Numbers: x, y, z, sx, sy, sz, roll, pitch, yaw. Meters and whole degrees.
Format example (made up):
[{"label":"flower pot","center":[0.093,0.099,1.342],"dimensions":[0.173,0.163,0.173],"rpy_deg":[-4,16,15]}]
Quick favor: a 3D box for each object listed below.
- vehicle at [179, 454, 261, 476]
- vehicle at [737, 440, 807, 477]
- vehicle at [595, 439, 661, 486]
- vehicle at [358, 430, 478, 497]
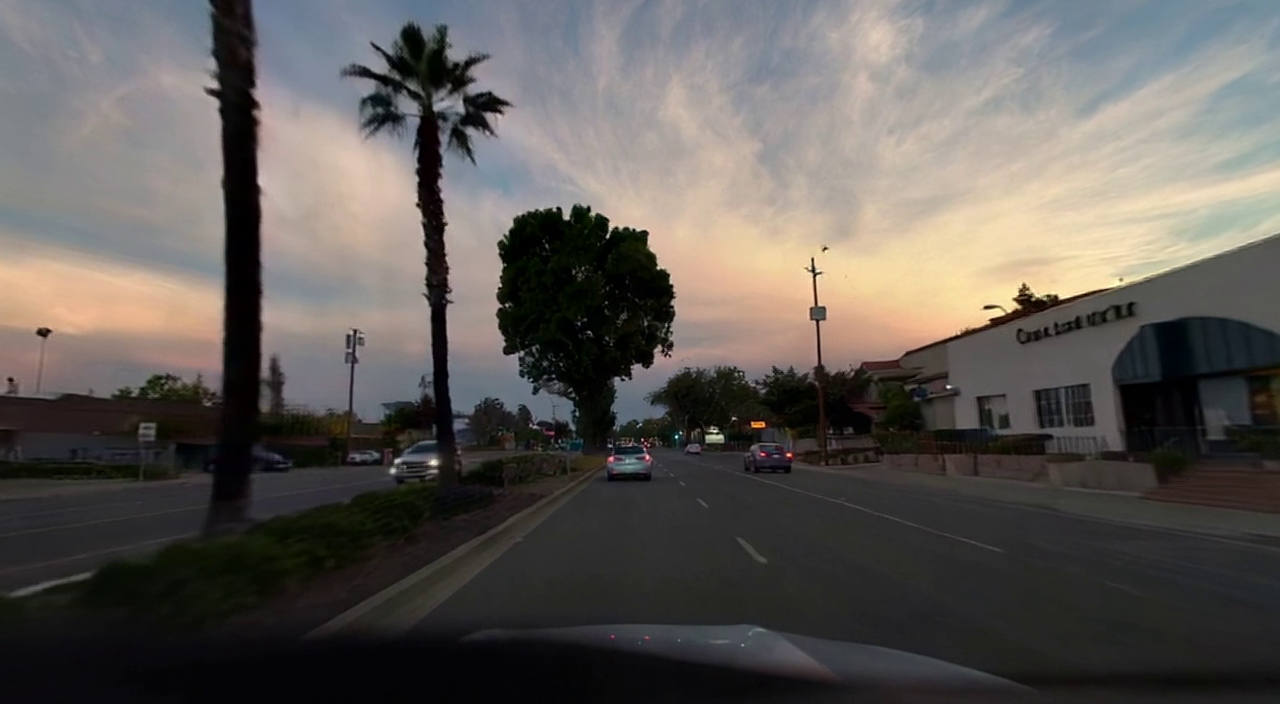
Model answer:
[{"label":"vehicle","center":[-30.958,8.347,46.652],"dimensions":[4.544,1.533,2.026],"rpy_deg":[0,-9,0]},{"label":"vehicle","center":[6.239,5.082,30.445],"dimensions":[2.244,1.618,4.585],"rpy_deg":[0,-9,-2]},{"label":"vehicle","center":[-0.393,3.864,22.350],"dimensions":[2.106,1.496,3.964],"rpy_deg":[0,-9,0]},{"label":"vehicle","center":[-6.320,3.232,18.605],"dimensions":[2.156,1.702,4.379],"rpy_deg":[1,-9,-4]}]
